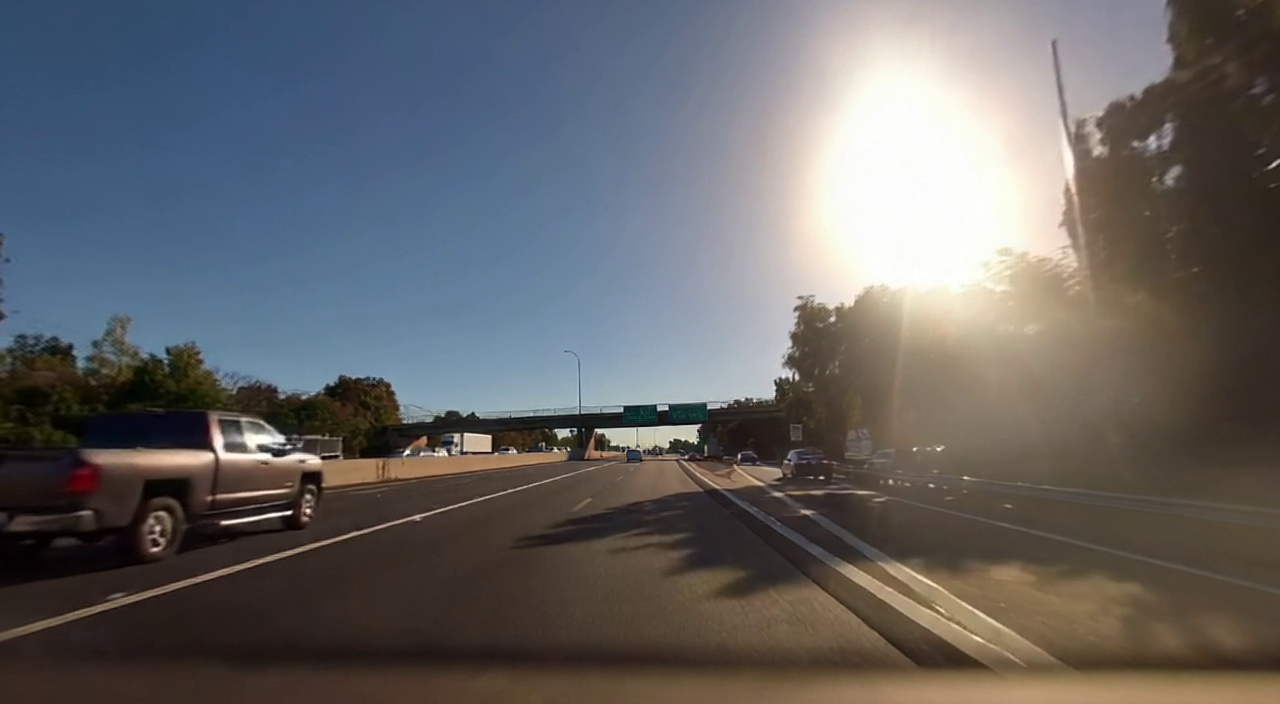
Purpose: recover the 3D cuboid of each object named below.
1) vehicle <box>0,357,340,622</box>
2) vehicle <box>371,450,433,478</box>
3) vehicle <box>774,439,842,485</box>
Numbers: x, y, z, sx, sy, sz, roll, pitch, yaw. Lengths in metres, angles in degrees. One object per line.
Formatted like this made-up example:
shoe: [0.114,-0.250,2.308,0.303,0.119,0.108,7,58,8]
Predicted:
vehicle: [-6.513,1.605,8.408,2.264,2.379,5.248,0,-8,1]
vehicle: [-15.388,7.234,41.059,2.113,1.640,4.337,0,-8,3]
vehicle: [7.552,4.961,28.838,2.146,1.929,4.388,0,-8,4]
